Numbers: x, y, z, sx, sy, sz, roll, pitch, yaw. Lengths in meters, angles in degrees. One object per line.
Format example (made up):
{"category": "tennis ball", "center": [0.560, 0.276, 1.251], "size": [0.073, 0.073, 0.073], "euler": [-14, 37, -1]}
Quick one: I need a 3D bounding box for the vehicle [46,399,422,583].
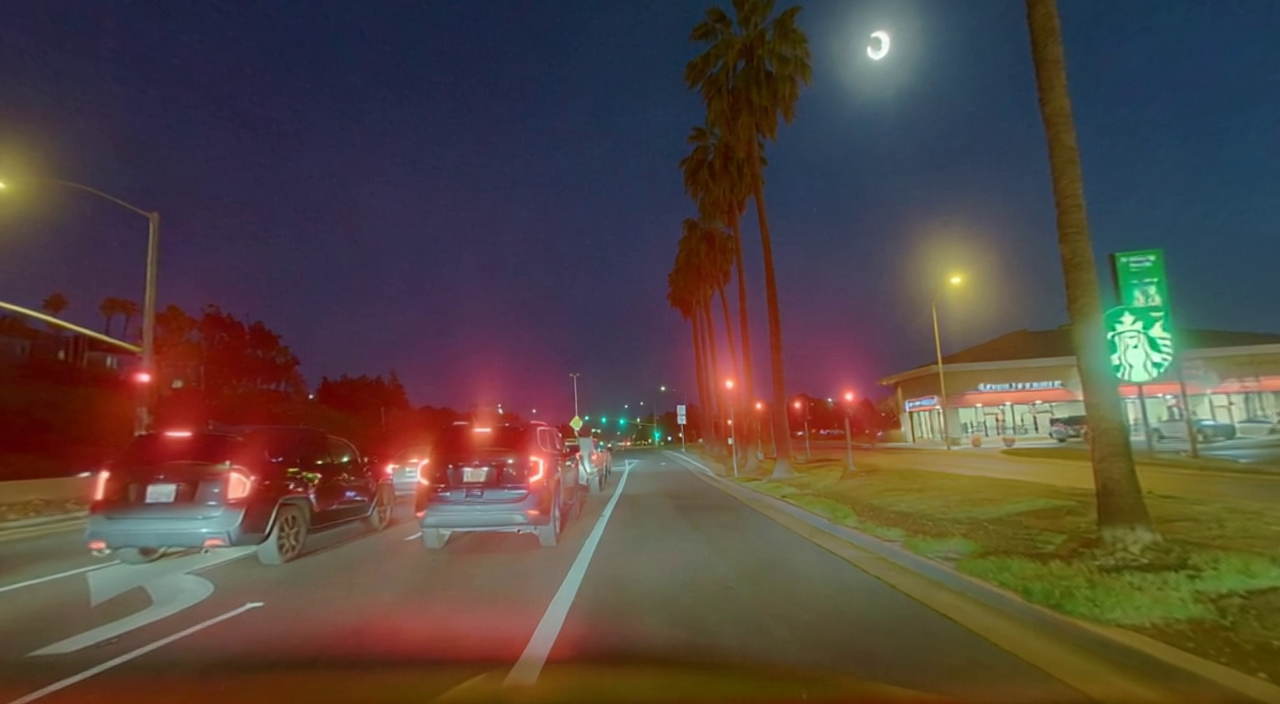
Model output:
{"category": "vehicle", "center": [-5.017, 1.791, 8.958], "size": [2.025, 1.862, 4.804], "euler": [0, -9, 1]}

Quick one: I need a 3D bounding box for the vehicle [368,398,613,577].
{"category": "vehicle", "center": [-1.576, 1.667, 8.494], "size": [2.153, 1.759, 4.320], "euler": [0, -9, 1]}
